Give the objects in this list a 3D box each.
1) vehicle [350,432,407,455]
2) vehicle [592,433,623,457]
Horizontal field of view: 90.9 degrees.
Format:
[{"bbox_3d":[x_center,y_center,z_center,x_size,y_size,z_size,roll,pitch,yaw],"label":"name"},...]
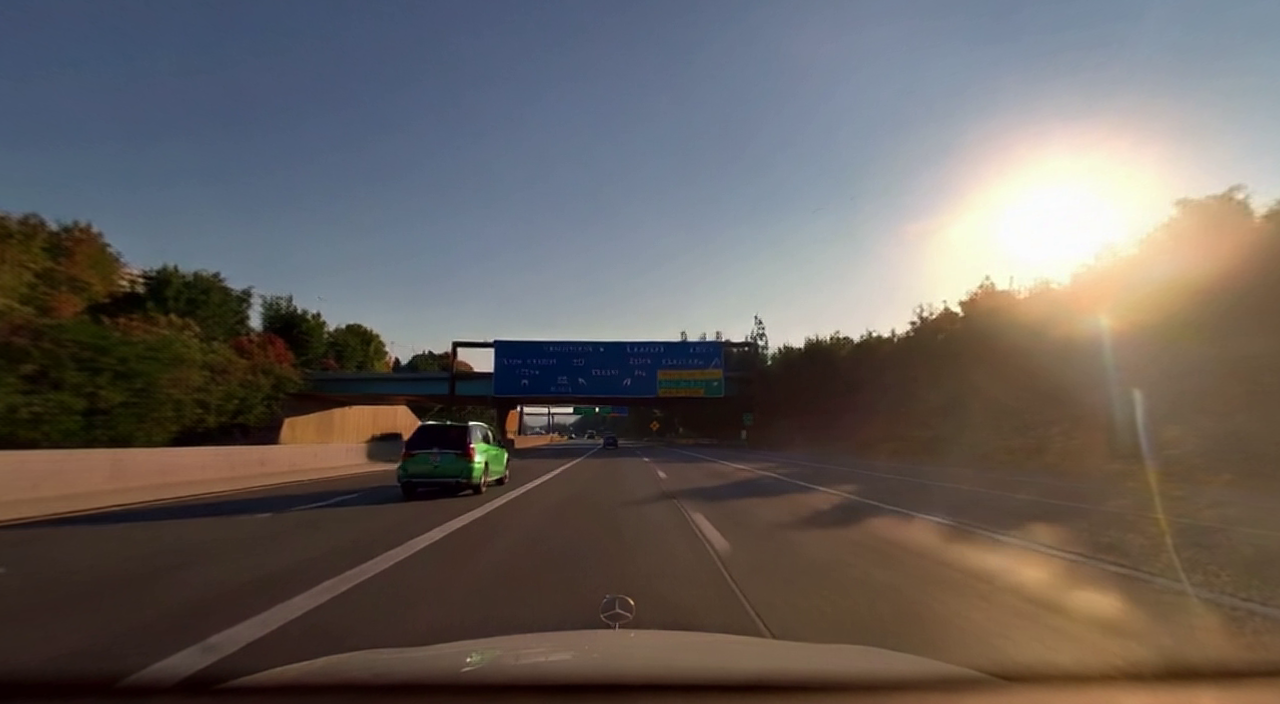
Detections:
[{"bbox_3d":[-16.754,5.880,40.637,1.882,1.417,4.331,1,-8,-1],"label":"vehicle"},{"bbox_3d":[-2.181,6.248,42.520,2.000,1.491,3.913,0,-8,-3],"label":"vehicle"}]
